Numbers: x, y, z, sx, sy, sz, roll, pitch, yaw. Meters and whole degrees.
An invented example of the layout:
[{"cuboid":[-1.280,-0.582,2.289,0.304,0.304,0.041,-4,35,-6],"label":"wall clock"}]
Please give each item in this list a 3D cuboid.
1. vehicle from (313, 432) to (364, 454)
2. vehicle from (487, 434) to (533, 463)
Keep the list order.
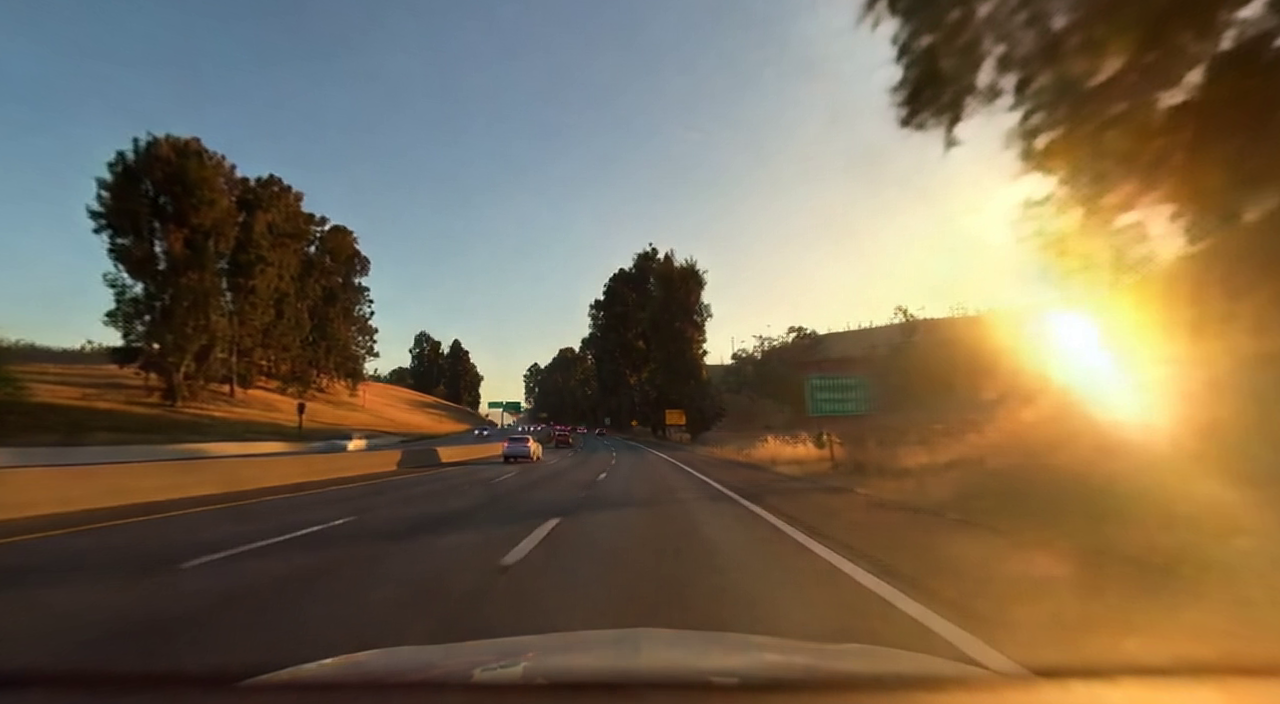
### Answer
[{"cuboid":[-22.580,6.858,47.406,1.973,1.558,4.050,0,-8,-2],"label":"vehicle"},{"cuboid":[-7.735,5.791,37.858,1.931,1.608,3.977,0,-8,-1],"label":"vehicle"}]
